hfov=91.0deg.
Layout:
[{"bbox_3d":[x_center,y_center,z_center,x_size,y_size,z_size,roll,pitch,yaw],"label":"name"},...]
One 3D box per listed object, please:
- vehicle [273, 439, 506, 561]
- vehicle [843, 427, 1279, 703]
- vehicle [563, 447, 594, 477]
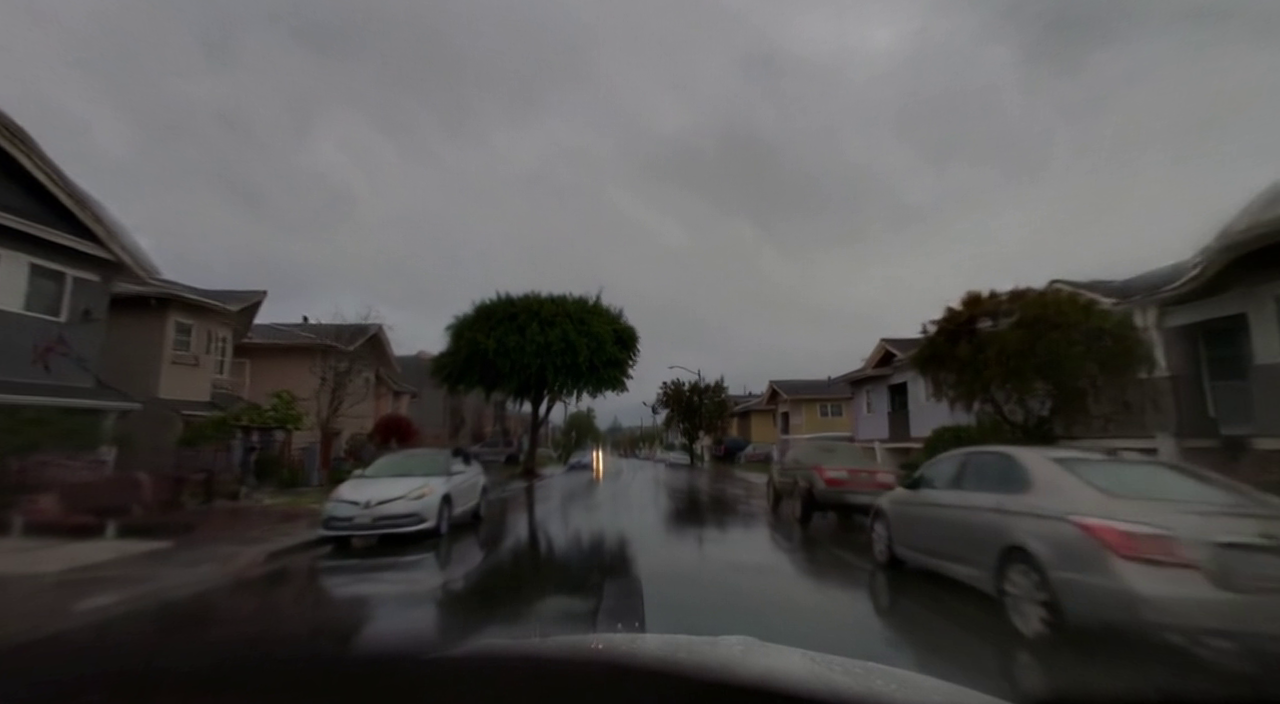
[{"bbox_3d":[-3.845,2.297,10.743,2.089,1.508,4.537,2,-7,0],"label":"vehicle"},{"bbox_3d":[3.410,1.472,5.394,1.888,1.484,4.476,0,-9,1],"label":"vehicle"},{"bbox_3d":[-4.634,8.377,48.232,2.230,1.782,4.628,0,-4,-4],"label":"vehicle"}]
